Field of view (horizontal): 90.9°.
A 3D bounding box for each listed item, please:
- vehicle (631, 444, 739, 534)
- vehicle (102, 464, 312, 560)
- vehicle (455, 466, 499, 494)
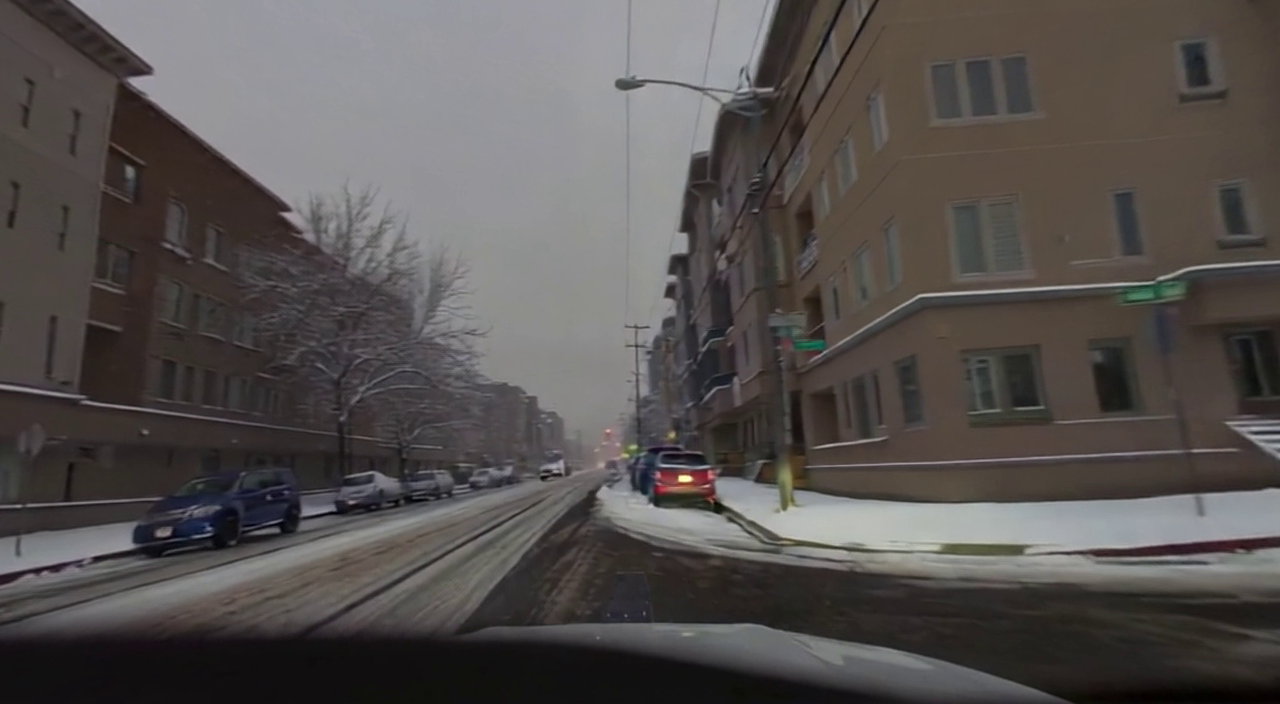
[{"bbox_3d":[0.929,3.231,15.559,2.164,1.721,4.416,-4,-9,-1],"label":"vehicle"},{"bbox_3d":[-10.440,3.831,15.777,2.140,1.874,4.475,0,-9,-2],"label":"vehicle"},{"bbox_3d":[-10.886,8.540,42.380,2.032,1.641,4.162,0,-9,-2],"label":"vehicle"}]
